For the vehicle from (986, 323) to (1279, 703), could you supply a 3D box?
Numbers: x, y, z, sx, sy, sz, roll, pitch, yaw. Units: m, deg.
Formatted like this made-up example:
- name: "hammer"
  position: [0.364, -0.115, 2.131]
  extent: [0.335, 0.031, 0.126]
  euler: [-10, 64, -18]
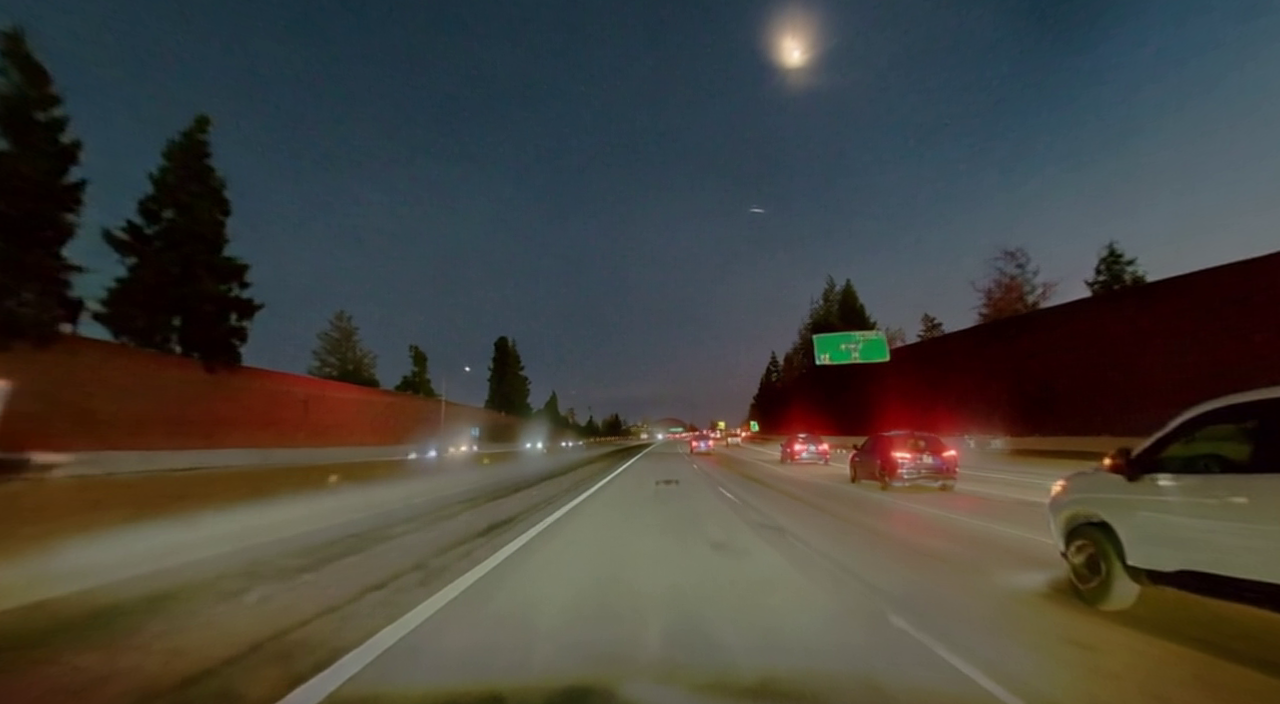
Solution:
- name: "vehicle"
  position: [3.874, 0.761, 2.676]
  extent: [2.190, 1.783, 4.637]
  euler: [0, -8, 1]

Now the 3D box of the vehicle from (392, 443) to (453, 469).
- name: "vehicle"
  position: [-13.059, 6.286, 38.214]
  extent: [1.958, 1.466, 4.559]
  euler: [0, -8, 1]
